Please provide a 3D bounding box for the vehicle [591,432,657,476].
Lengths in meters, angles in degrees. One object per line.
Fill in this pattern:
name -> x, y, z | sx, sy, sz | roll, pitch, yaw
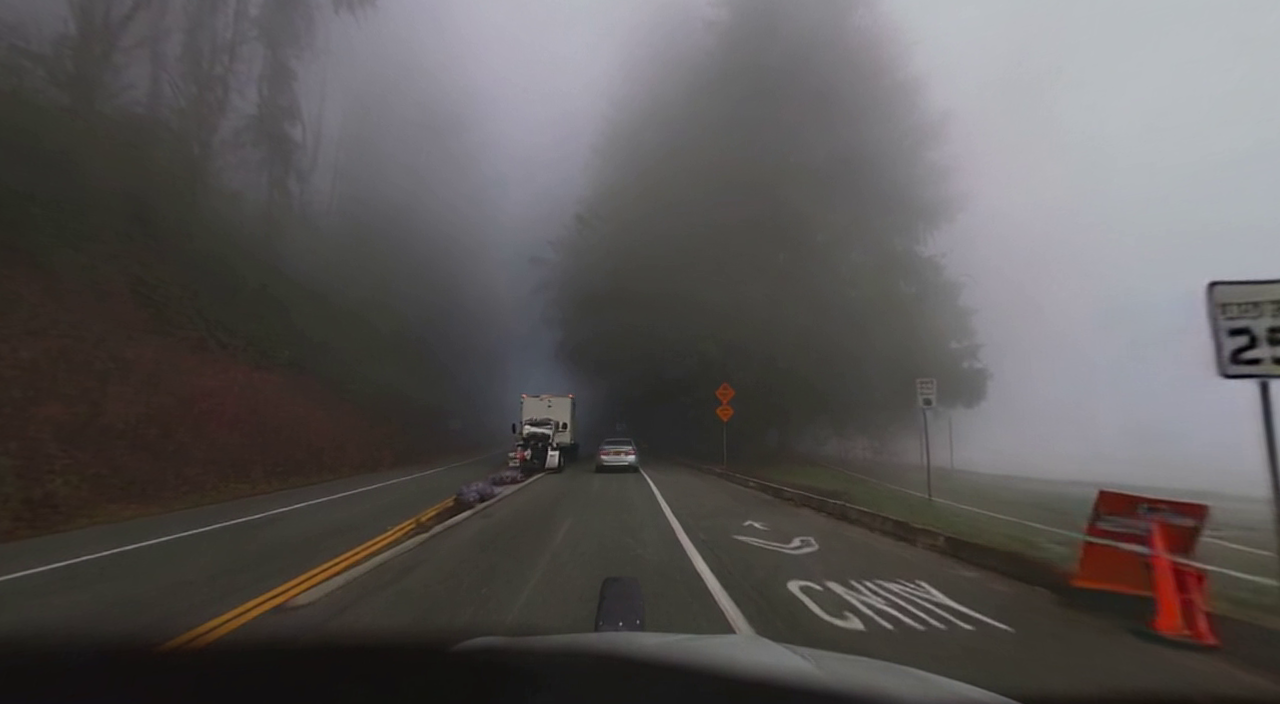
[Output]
vehicle -> -0.619, 3.722, 23.325 | 2.186, 1.463, 4.356 | 0, -8, -2

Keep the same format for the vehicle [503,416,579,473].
vehicle -> -3.897, 3.783, 25.864 | 2.671, 2.053, 6.074 | 1, -8, -6
